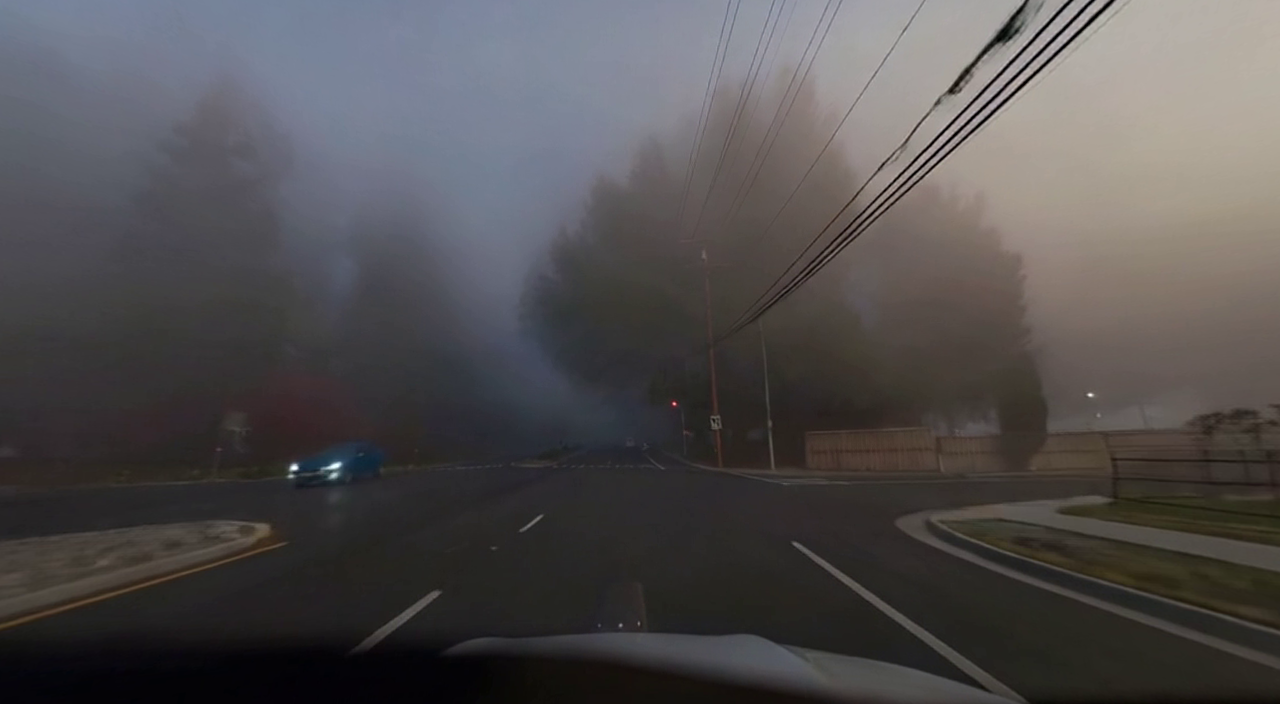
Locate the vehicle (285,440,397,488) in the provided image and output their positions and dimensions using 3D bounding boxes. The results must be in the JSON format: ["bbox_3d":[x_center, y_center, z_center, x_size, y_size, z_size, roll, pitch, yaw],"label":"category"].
[{"bbox_3d":[-11.408,4.286,24.549,2.072,1.680,4.705,0,-9,-1],"label":"vehicle"}]
